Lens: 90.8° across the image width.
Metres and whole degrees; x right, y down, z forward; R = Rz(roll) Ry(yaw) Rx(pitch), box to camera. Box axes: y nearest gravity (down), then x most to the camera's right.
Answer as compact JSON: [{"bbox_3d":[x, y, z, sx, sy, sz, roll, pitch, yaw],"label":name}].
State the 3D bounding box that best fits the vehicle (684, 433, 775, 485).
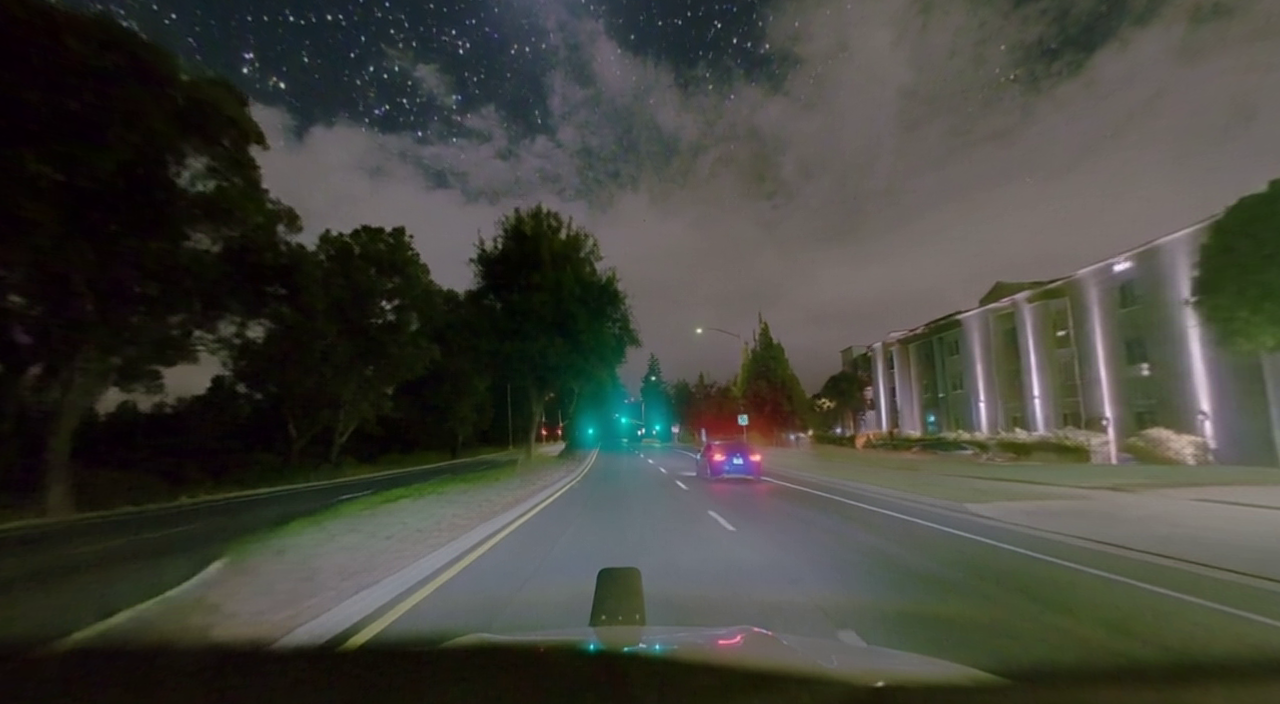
[{"bbox_3d":[2.771,3.456,20.698,2.114,1.493,4.430,0,-8,-3],"label":"vehicle"}]
